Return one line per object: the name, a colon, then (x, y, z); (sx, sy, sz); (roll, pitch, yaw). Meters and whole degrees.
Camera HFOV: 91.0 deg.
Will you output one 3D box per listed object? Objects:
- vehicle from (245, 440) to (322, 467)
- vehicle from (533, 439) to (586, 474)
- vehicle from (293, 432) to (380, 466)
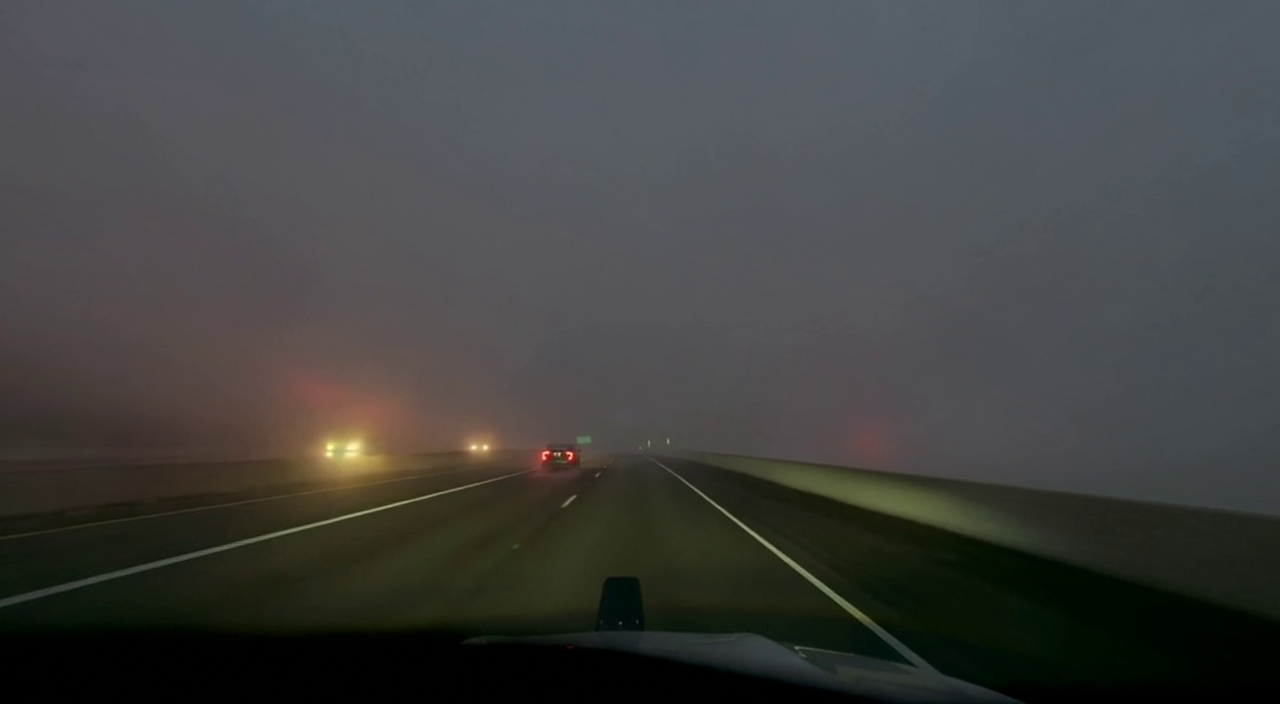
vehicle: (-21.172, 6.066, 37.654); (1.861, 1.485, 4.658); (0, -9, 0)
vehicle: (-4.089, 5.391, 32.711); (2.133, 1.683, 4.340); (1, -9, 0)
vehicle: (-17.188, 5.549, 36.055); (2.261, 1.747, 5.352); (1, -9, 0)
